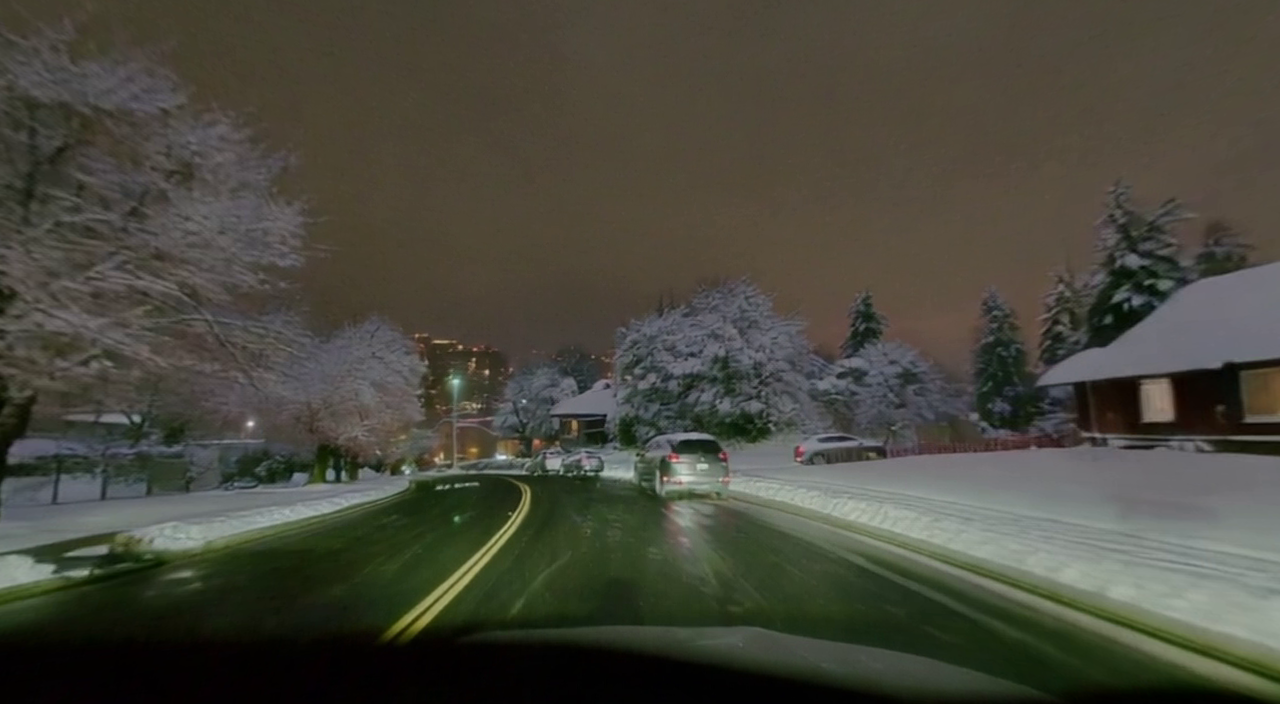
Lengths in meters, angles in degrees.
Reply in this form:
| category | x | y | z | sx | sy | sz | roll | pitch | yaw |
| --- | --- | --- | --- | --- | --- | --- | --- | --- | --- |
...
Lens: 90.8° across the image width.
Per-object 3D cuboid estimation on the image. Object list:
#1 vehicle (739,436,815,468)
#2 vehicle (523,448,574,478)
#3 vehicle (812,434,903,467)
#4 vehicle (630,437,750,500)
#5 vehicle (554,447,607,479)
| category | x | y | z | sx | sy | sz | roll | pitch | yaw |
| --- | --- | --- | --- | --- | --- | --- | --- | --- | --- |
| vehicle | 7.555 | 5.444 | 34.657 | 4.157 | 1.431 | 1.753 | 3 | -8 | -38 |
| vehicle | -6.414 | 7.617 | 43.601 | 2.180 | 1.849 | 5.423 | 3 | -9 | -22 |
| vehicle | 10.521 | 4.722 | 30.450 | 4.253 | 1.458 | 1.900 | 5 | -10 | -35 |
| vehicle | 1.209 | 3.227 | 18.081 | 2.181 | 1.494 | 5.023 | 1 | -8 | -11 |
| vehicle | -3.540 | 6.360 | 36.632 | 1.965 | 1.663 | 4.744 | 2 | -9 | -19 |
